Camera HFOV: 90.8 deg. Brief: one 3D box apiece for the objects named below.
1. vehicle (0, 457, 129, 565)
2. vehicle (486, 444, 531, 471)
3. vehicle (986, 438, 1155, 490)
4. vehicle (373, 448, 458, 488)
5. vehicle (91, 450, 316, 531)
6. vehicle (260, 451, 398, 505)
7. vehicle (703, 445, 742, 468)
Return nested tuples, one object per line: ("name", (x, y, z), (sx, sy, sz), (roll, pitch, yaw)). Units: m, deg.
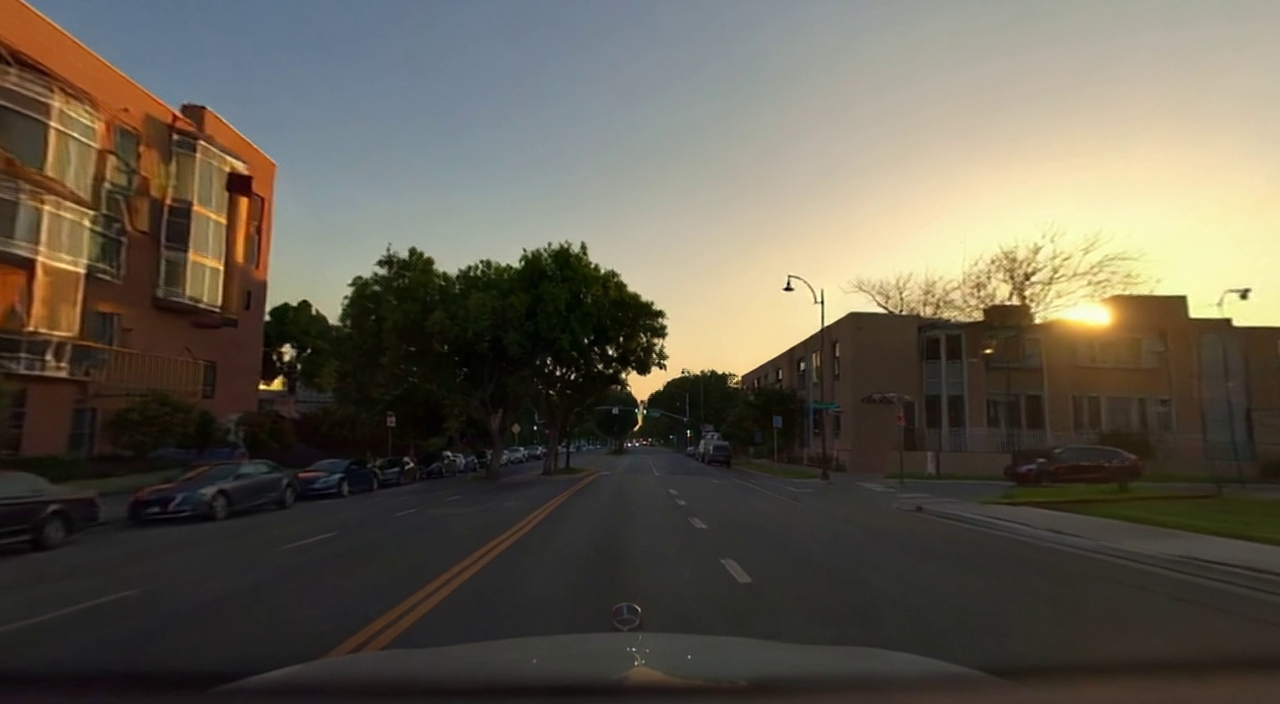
("vehicle", (-10.011, 2.242, 8.624), (1.959, 1.451, 4.990), (0, -8, -1))
("vehicle", (-10.091, 8.102, 48.862), (2.228, 1.863, 5.407), (-1, -8, 1))
("vehicle", (15.962, 4.172, 23.646), (4.625, 1.797, 2.266), (0, -9, -1))
("vehicle", (-10.188, 5.274, 29.172), (1.995, 1.564, 5.321), (0, -8, 0))
("vehicle", (-10.022, 3.163, 15.146), (1.918, 1.535, 4.834), (-1, -8, 1))
("vehicle", (-10.075, 4.090, 21.000), (2.010, 1.476, 4.871), (-1, -8, 2))
("vehicle", (5.926, 7.585, 46.099), (2.038, 1.482, 4.994), (0, -8, -2))
